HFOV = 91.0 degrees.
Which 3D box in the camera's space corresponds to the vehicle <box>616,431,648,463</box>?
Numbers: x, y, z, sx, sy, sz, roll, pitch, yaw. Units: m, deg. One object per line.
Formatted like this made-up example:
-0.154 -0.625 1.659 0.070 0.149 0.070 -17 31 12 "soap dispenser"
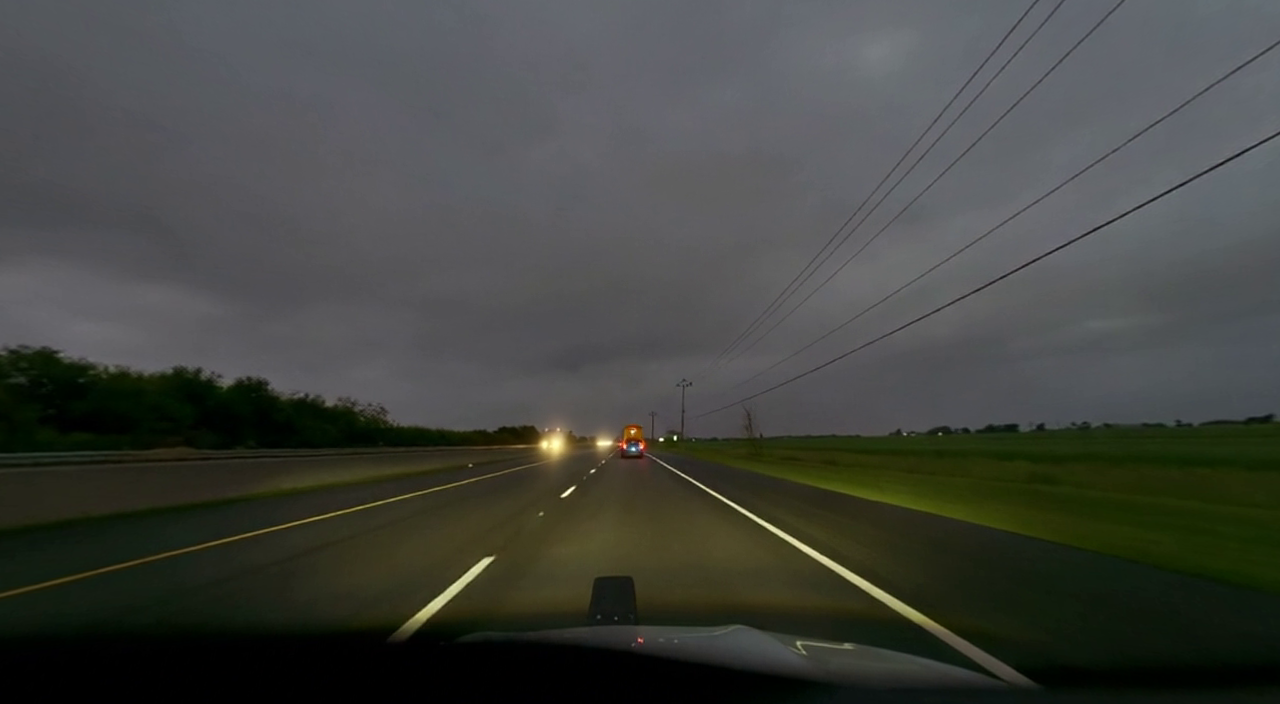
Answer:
-0.651 6.898 45.839 2.240 2.129 4.480 0 -8 -2 "vehicle"
